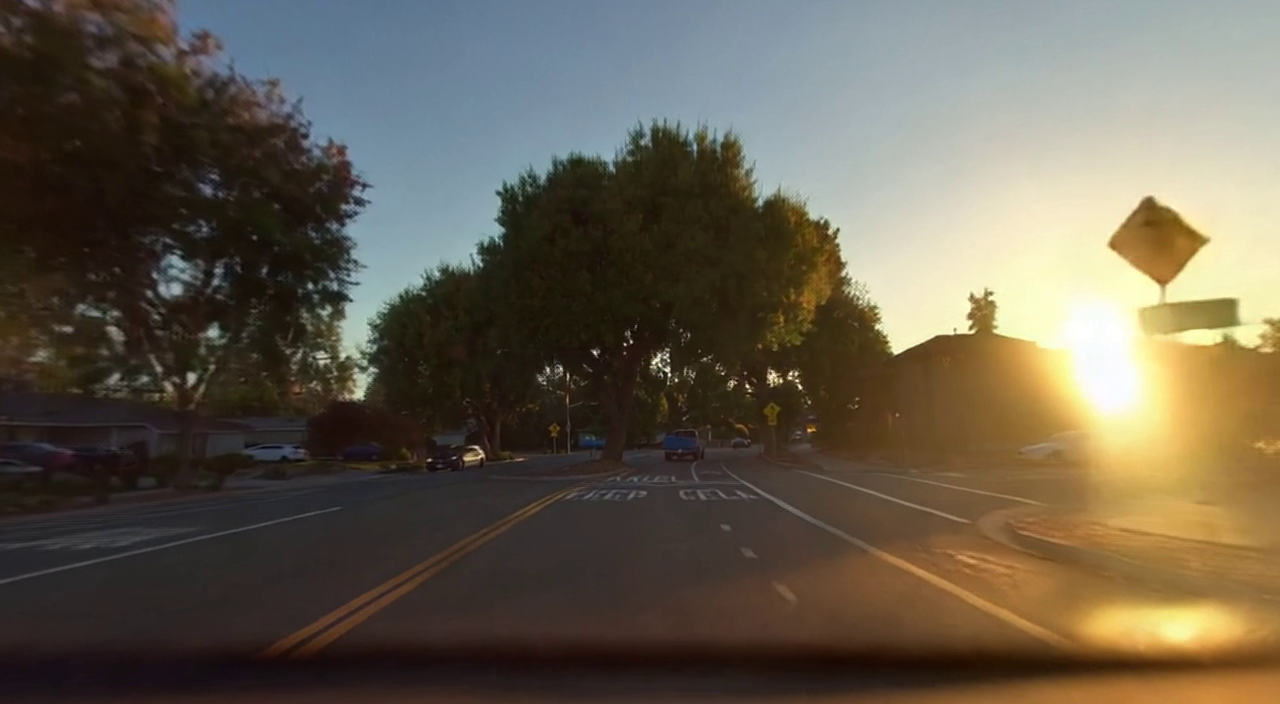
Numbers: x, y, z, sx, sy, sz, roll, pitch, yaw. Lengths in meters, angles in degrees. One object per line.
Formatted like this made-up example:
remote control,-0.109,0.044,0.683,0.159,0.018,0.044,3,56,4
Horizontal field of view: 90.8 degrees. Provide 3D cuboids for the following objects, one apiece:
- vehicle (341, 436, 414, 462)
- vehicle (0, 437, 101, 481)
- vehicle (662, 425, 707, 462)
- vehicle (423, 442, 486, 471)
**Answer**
vehicle,-18.114,6.726,43.667,4.168,1.735,1.925,-1,-8,3
vehicle,-25.946,4.398,26.122,4.975,1.732,2.165,2,-9,-15
vehicle,2.581,5.200,35.800,2.153,1.942,4.767,-1,-8,8
vehicle,-11.142,6.269,38.236,1.873,1.508,4.483,-3,-7,9
